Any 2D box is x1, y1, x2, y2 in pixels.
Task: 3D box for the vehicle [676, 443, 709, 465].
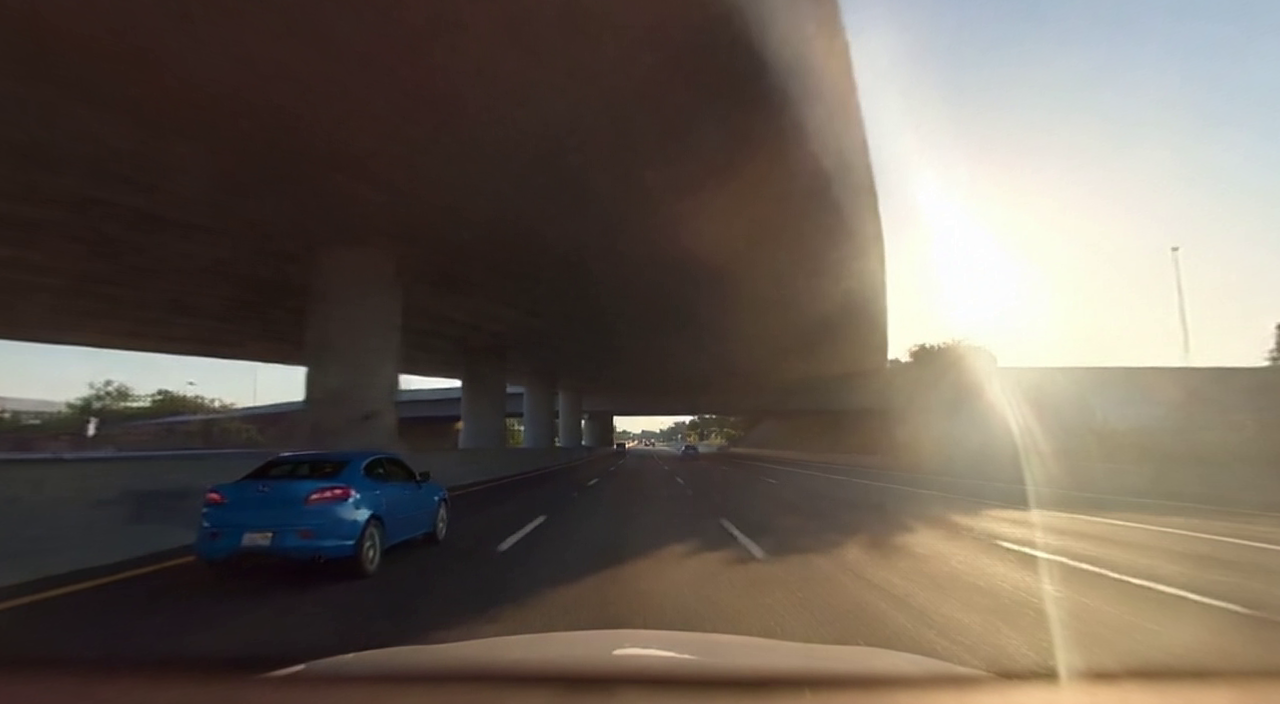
[{"bbox_3d":[3.895,7.618,47.344,1.949,1.515,4.374,0,-9,-1],"label":"vehicle"}]
